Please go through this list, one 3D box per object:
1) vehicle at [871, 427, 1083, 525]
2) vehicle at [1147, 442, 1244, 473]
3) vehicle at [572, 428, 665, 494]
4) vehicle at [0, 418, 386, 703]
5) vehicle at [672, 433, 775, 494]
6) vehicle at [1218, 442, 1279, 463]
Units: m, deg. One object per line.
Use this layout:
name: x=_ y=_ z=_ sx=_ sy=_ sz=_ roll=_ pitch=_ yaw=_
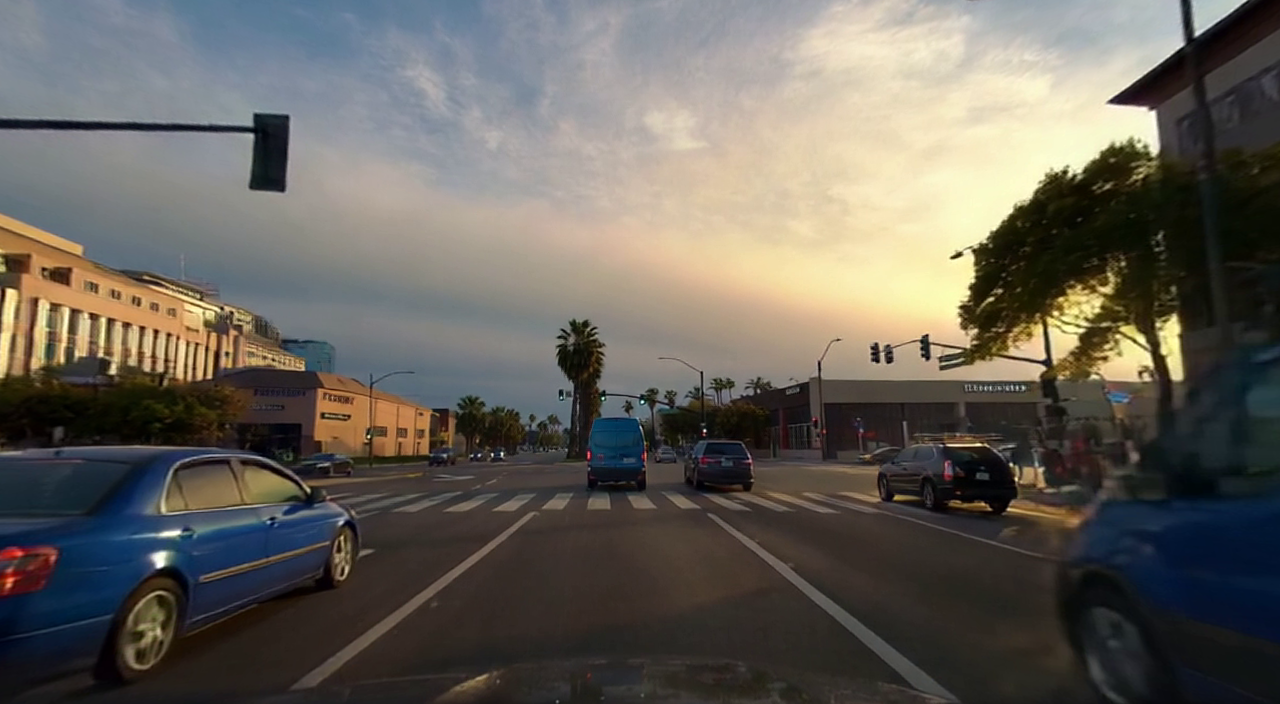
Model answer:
vehicle: x=7.010 y=2.618 z=13.878 sx=2.023 sy=1.771 sz=4.488 roll=0 pitch=-9 yaw=-2
vehicle: x=31.868 y=6.015 z=36.259 sx=4.327 sy=1.665 sz=1.953 roll=2 pitch=-9 yaw=-15
vehicle: x=-0.761 y=3.771 z=22.276 sx=2.848 sy=1.991 sz=5.706 roll=0 pitch=-9 yaw=-2
vehicle: x=-3.573 y=1.222 z=4.054 sx=1.997 sy=1.430 sz=4.655 roll=0 pitch=-9 yaw=-1
vehicle: x=2.552 y=3.603 z=20.775 sx=2.462 sy=1.736 sz=4.899 roll=0 pitch=-9 yaw=-3
vehicle: x=46.669 y=7.610 z=47.991 sx=4.237 sy=1.487 sz=2.028 roll=2 pitch=-9 yaw=-16
